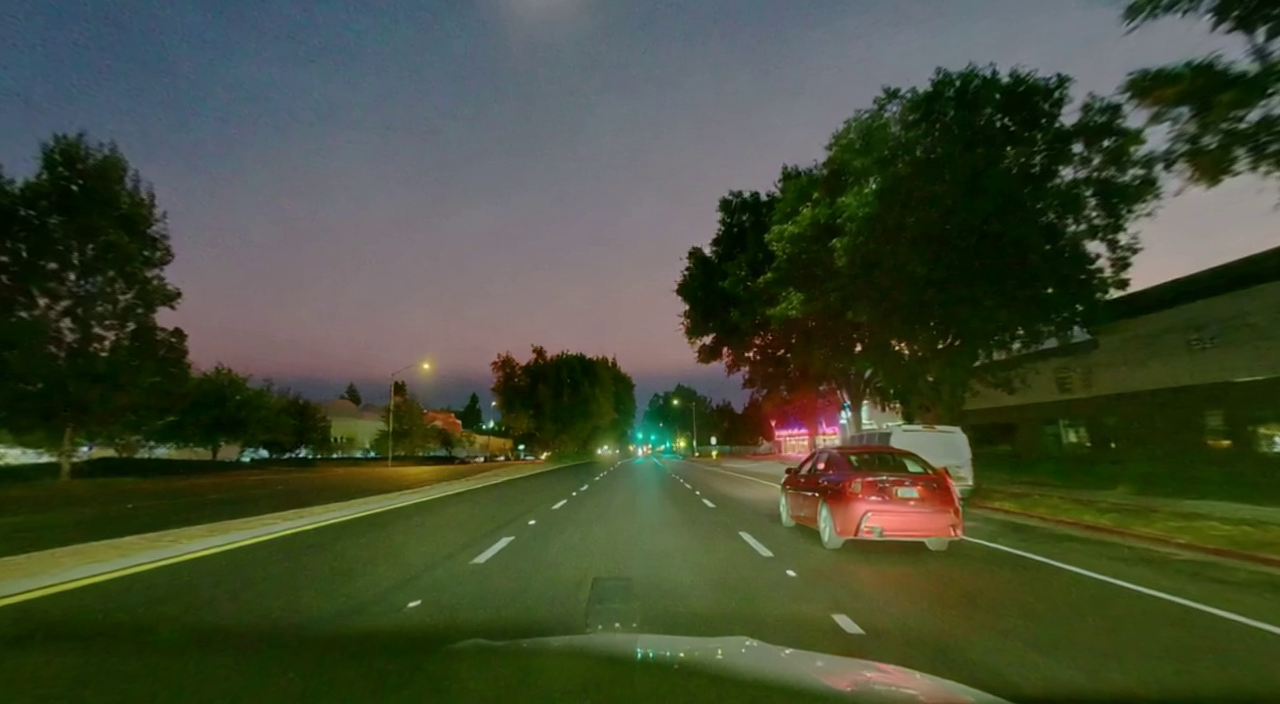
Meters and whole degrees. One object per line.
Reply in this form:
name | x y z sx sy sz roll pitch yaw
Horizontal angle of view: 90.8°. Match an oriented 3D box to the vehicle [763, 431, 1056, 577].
vehicle | 3.238 1.906 8.841 2.004 1.470 4.544 0 -8 -1
